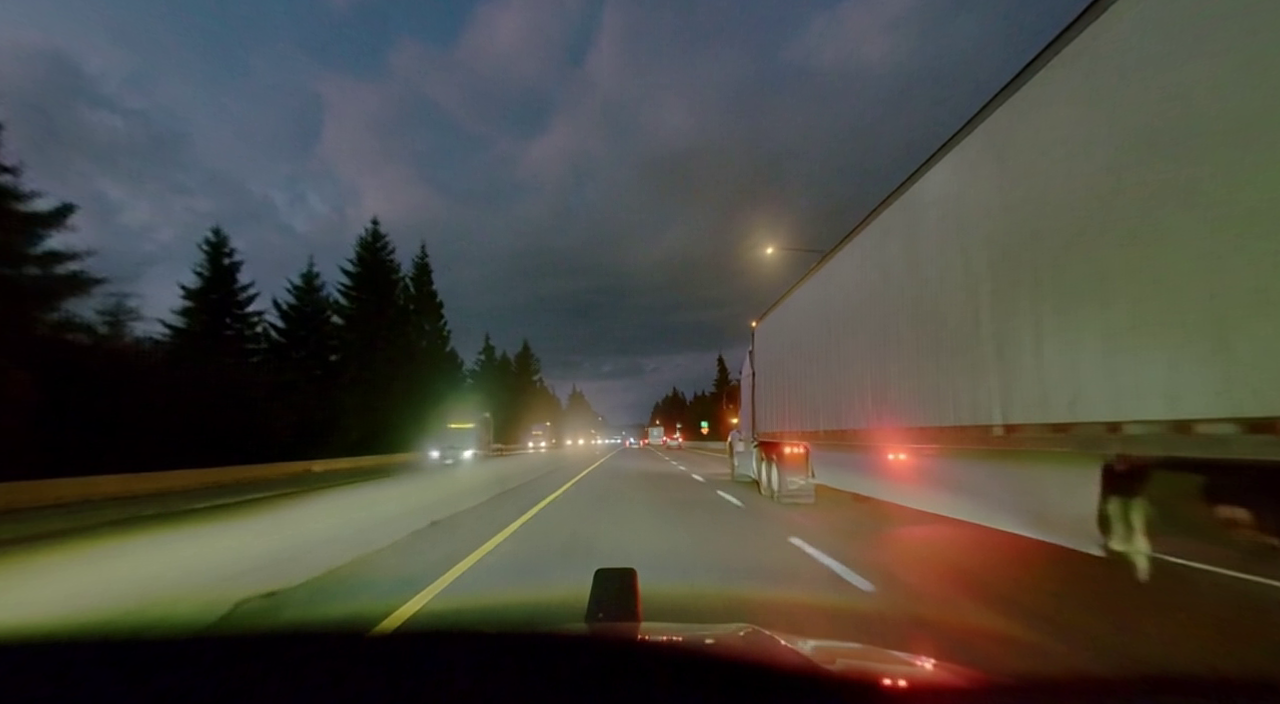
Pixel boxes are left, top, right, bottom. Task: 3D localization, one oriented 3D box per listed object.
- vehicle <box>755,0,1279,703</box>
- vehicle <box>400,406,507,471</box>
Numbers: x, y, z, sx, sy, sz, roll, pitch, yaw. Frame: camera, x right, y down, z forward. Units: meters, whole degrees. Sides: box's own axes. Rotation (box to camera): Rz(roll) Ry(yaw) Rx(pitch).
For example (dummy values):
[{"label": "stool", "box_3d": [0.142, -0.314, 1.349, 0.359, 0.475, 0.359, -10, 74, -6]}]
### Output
[{"label": "vehicle", "box_3d": [3.914, 0.013, 5.273, 3.038, 3.975, 13.887, 0, -8, -1]}, {"label": "vehicle", "box_3d": [-7.882, 3.796, 27.698, 2.478, 2.469, 7.439, 0, -8, -1]}]
